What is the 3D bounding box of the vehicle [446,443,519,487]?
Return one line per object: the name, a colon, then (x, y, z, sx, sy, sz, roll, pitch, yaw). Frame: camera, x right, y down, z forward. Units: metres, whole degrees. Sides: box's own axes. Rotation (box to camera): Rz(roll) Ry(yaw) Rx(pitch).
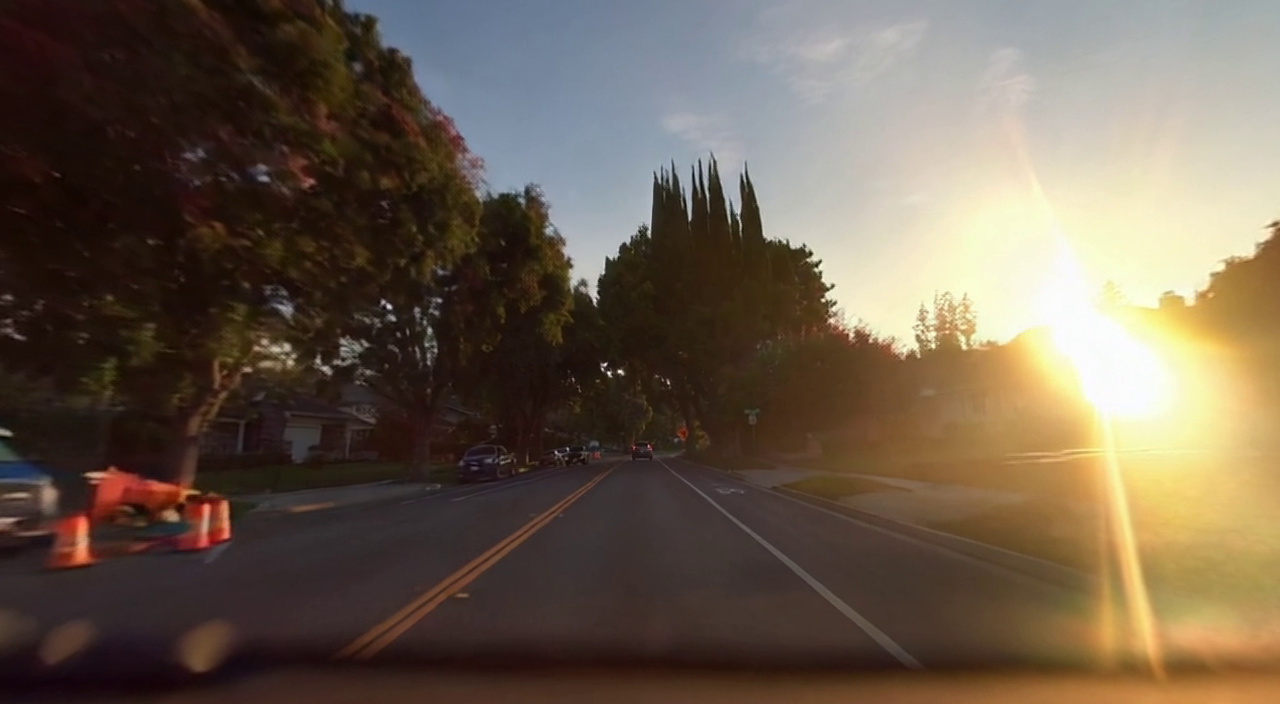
vehicle: (-8.199, 5.870, 33.384, 2.422, 1.855, 6.165, -4, -7, -2)
